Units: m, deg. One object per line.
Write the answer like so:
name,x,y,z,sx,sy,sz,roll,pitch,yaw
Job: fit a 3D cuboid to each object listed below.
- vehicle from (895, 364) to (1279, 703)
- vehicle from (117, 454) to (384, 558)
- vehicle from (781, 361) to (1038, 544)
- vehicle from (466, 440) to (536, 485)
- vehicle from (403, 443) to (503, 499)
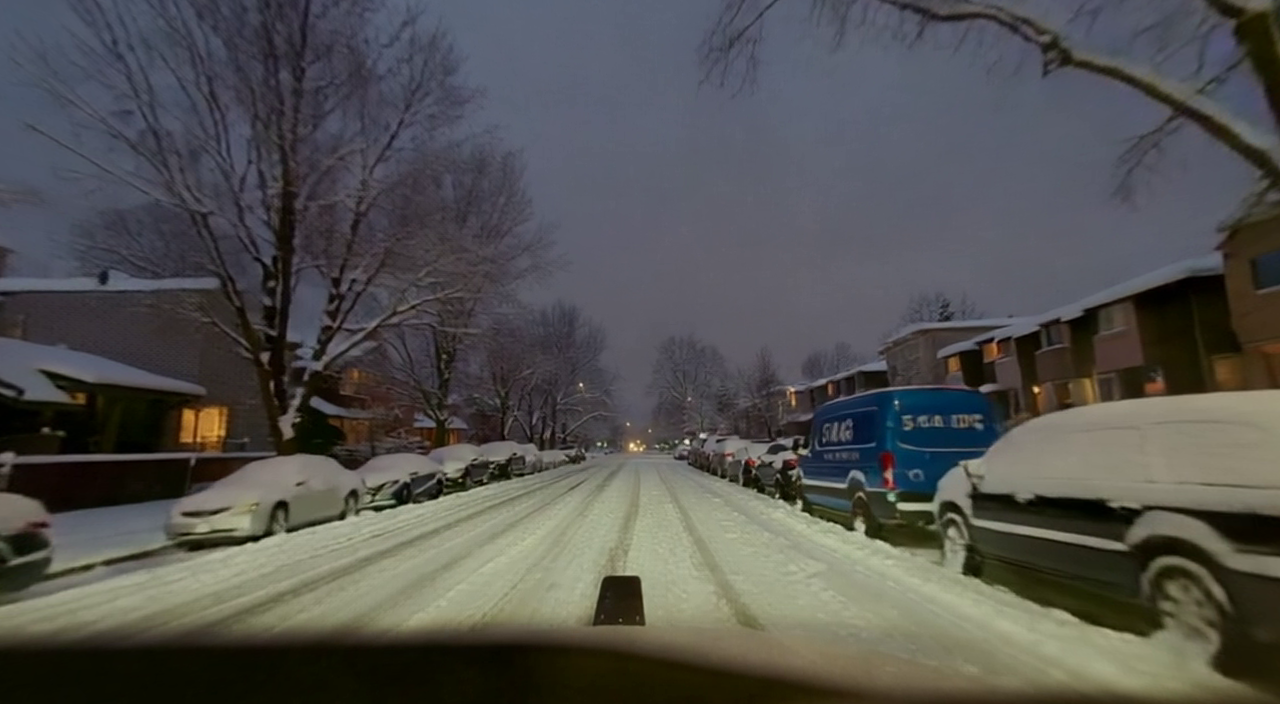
vehicle,4.324,1.258,5.264,1.907,1.768,6.059,0,-9,0
vehicle,-6.748,2.665,11.811,1.869,1.467,4.921,0,-9,0
vehicle,4.582,1.892,12.163,2.178,2.656,5.712,0,-9,-2
vehicle,-6.790,5.475,31.712,2.195,2.023,6.055,0,-9,-1
vehicle,-6.828,4.380,23.806,2.162,1.846,5.426,0,-9,-1
